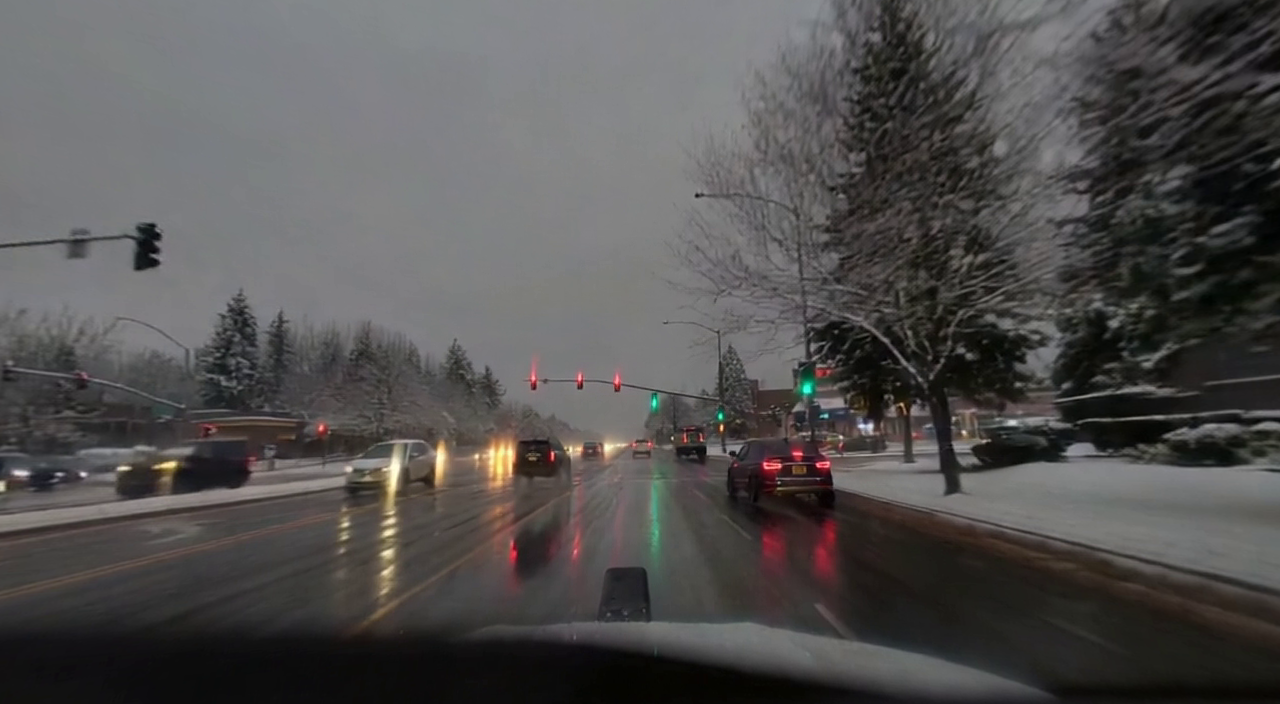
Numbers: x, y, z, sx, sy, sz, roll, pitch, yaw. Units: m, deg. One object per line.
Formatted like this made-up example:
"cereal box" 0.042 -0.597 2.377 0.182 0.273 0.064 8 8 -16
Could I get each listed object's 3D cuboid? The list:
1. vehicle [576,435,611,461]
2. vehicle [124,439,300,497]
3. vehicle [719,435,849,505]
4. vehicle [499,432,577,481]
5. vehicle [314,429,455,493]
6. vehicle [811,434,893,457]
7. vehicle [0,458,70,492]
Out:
"vehicle" -3.410 7.190 47.057 2.126 1.810 4.414 0 -8 1
"vehicle" -15.730 4.269 23.751 2.486 1.876 5.659 0 -8 2
"vehicle" 3.360 2.881 15.839 2.095 1.475 4.686 0 -8 -1
"vehicle" -3.850 4.032 24.636 2.250 1.713 4.422 0 -8 1
"vehicle" -7.830 3.393 20.057 2.224 1.747 5.274 0 -8 0
"vehicle" 14.409 6.398 42.946 4.776 1.486 2.138 1 -9 -5
"vehicle" -35.986 7.076 36.036 4.573 1.705 2.377 -2 -8 2
